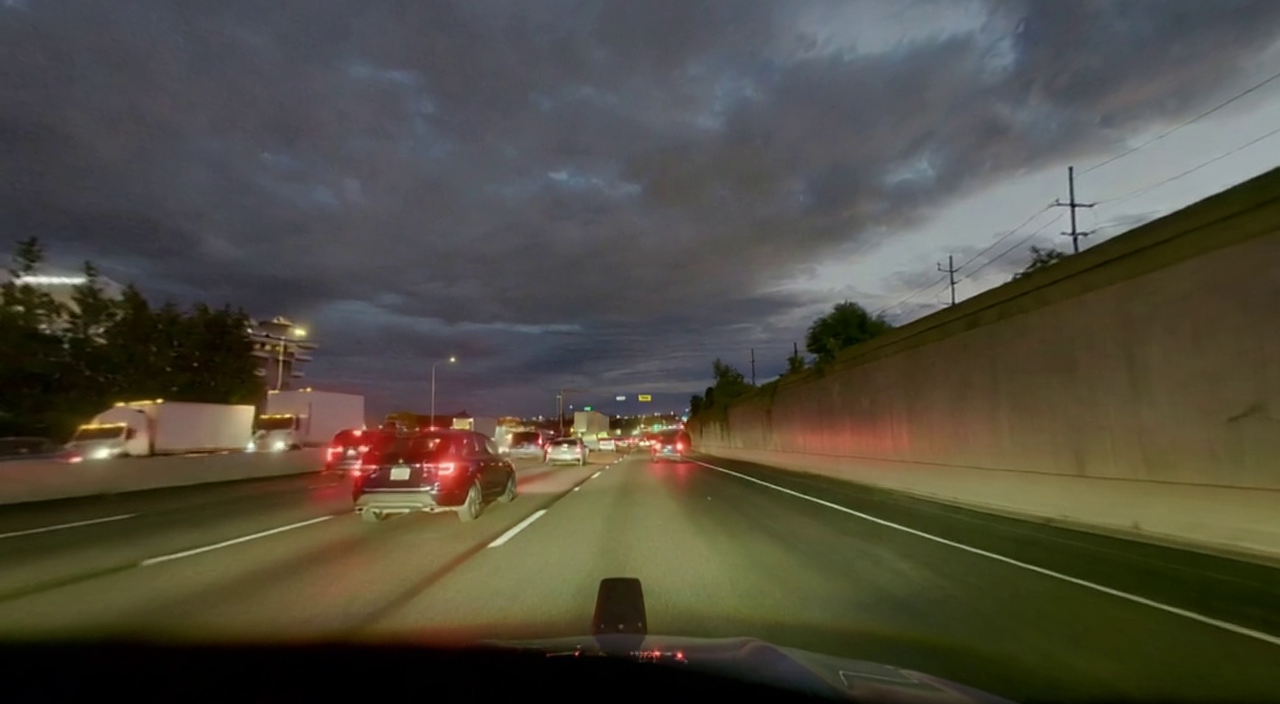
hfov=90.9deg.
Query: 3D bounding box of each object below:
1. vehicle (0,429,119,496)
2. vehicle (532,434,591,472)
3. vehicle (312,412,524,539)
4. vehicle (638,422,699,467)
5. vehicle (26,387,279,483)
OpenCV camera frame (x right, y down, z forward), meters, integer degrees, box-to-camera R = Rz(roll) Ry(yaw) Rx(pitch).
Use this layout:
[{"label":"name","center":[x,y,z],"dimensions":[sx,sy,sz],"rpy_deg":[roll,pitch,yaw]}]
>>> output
[{"label":"vehicle","center":[-16.077,2.766,15.886],"dimensions":[1.848,1.574,4.688],"rpy_deg":[-1,-8,1]},{"label":"vehicle","center":[-3.504,4.583,28.947],"dimensions":[2.049,1.530,4.707],"rpy_deg":[-1,-8,1]},{"label":"vehicle","center":[-3.500,2.020,11.044],"dimensions":[2.026,1.719,4.490],"rpy_deg":[-1,-8,1]},{"label":"vehicle","center":[1.360,4.904,33.516],"dimensions":[2.793,2.132,5.682],"rpy_deg":[-1,-8,-1]},{"label":"vehicle","center":[-19.851,3.566,26.932],"dimensions":[2.980,3.309,9.603],"rpy_deg":[-1,-8,1]}]
